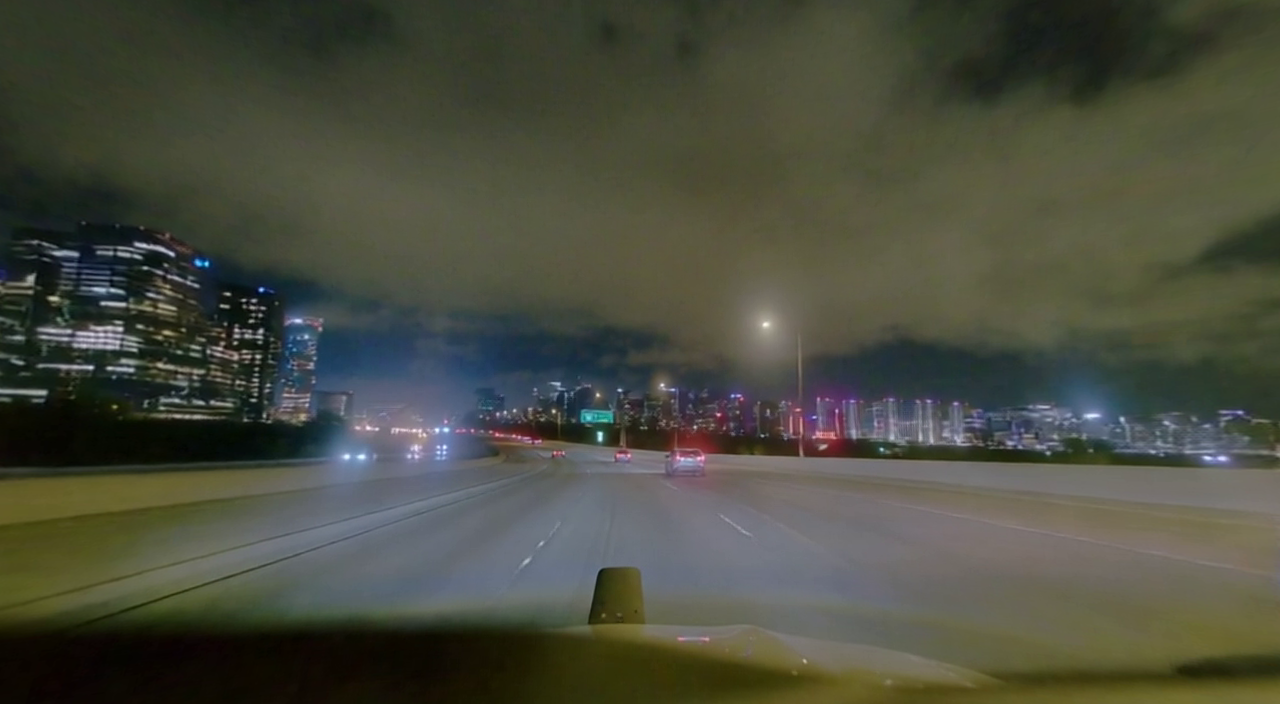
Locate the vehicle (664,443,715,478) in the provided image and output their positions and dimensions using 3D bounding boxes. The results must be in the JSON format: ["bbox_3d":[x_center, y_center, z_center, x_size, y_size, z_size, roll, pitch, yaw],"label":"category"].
[{"bbox_3d":[2.653,5.966,35.156,2.110,1.780,4.682,0,-8,-5],"label":"vehicle"}]
